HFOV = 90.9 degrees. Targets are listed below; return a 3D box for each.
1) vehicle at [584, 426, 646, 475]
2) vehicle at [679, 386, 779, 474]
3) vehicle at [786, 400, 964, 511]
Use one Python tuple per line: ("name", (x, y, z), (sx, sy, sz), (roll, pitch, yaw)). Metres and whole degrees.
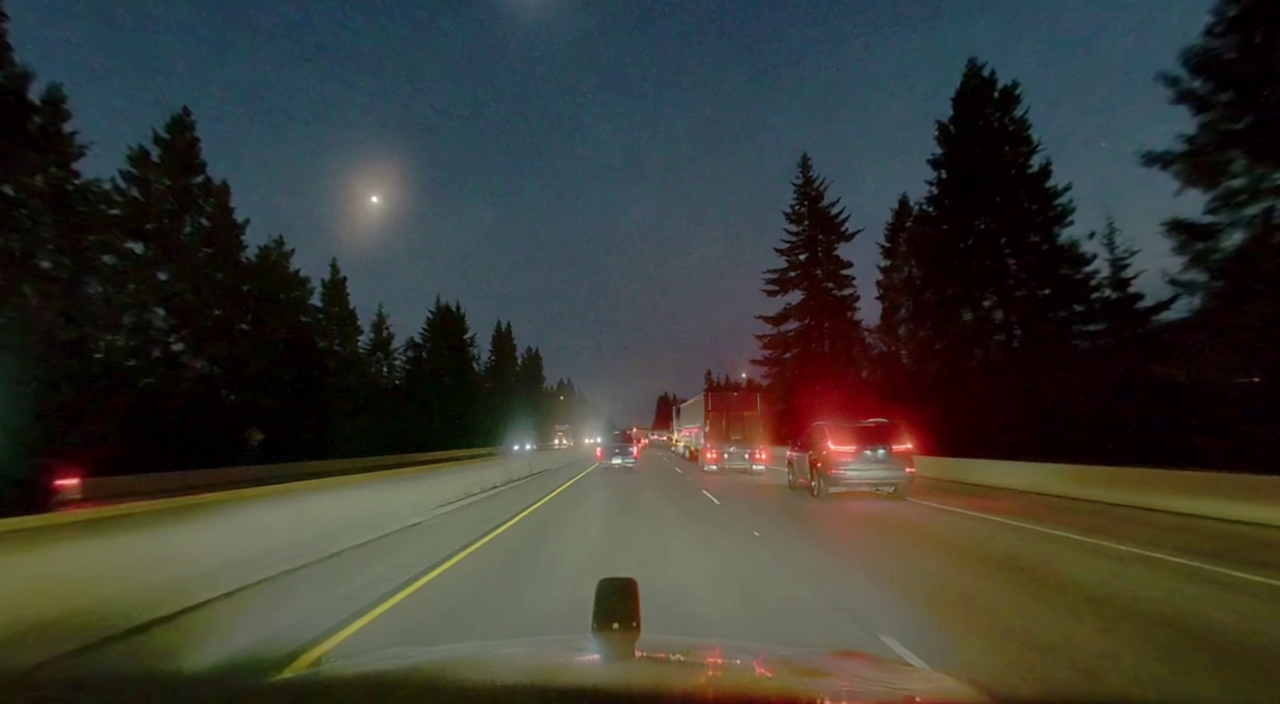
("vehicle", (-0.850, 3.562, 23.168), (2.082, 1.638, 4.055), (0, -8, 0))
("vehicle", (3.336, 3.260, 26.121), (2.723, 3.027, 8.478), (0, -8, -1))
("vehicle", (4.525, 2.039, 12.902), (2.011, 1.905, 3.905), (0, -8, -2))
